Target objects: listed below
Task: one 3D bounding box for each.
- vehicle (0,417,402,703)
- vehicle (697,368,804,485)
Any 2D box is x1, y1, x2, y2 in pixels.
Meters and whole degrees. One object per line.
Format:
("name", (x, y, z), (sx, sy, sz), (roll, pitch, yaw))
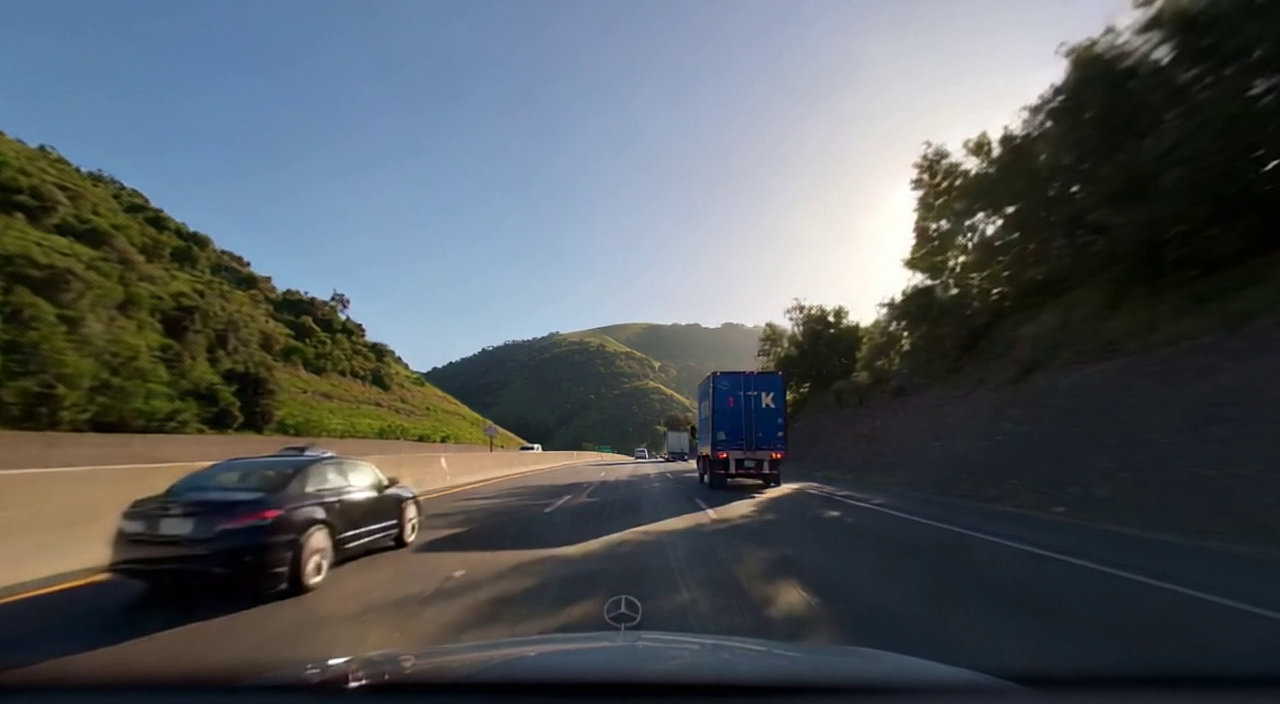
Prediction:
("vehicle", (-3.861, 1.338, 4.747), (2.060, 1.475, 5.314), (0, -9, 0))
("vehicle", (4.092, 3.032, 25.027), (2.999, 4.023, 6.337), (0, -9, 0))
